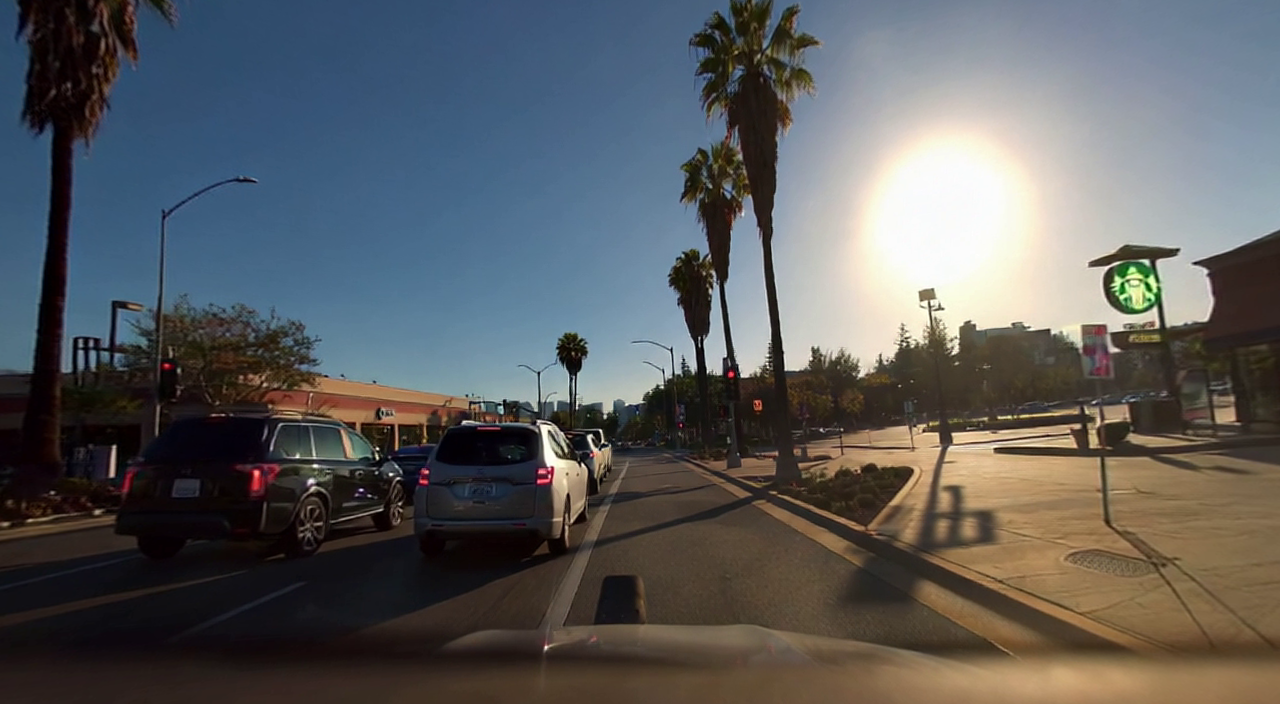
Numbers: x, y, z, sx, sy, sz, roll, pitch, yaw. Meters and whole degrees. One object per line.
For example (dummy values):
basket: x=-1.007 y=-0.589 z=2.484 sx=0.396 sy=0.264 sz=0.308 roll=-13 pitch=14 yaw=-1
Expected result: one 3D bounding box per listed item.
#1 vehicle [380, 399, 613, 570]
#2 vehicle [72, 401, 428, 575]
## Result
vehicle: x=-1.584 y=1.705 z=8.804 sx=2.153 sy=1.759 sz=4.320 roll=0 pitch=-9 yaw=1
vehicle: x=-5.021 y=1.826 z=9.264 sx=2.025 sy=1.862 sz=4.804 roll=0 pitch=-9 yaw=1
